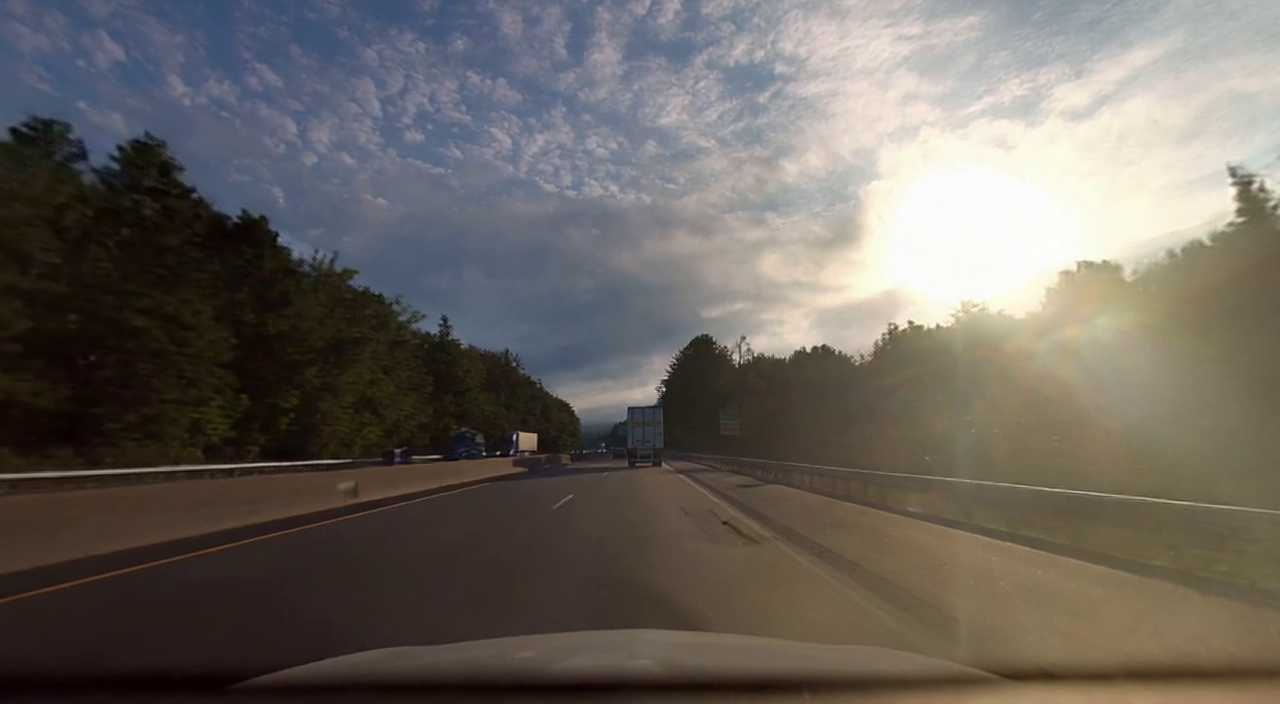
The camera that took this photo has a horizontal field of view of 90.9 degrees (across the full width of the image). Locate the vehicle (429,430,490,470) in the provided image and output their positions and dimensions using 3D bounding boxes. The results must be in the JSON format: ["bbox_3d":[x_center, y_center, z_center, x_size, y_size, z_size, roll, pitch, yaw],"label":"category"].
[{"bbox_3d":[-12.447,6.864,44.025,2.282,2.547,5.989,0,-9,2],"label":"vehicle"}]

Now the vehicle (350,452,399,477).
[{"bbox_3d":[-16.444,6.949,39.138,1.595,1.483,3.151,0,-9,1],"label":"vehicle"}]

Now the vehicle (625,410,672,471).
[{"bbox_3d":[0.474,6.604,46.509,3.024,3.965,10.399,0,-9,-1],"label":"vehicle"}]
